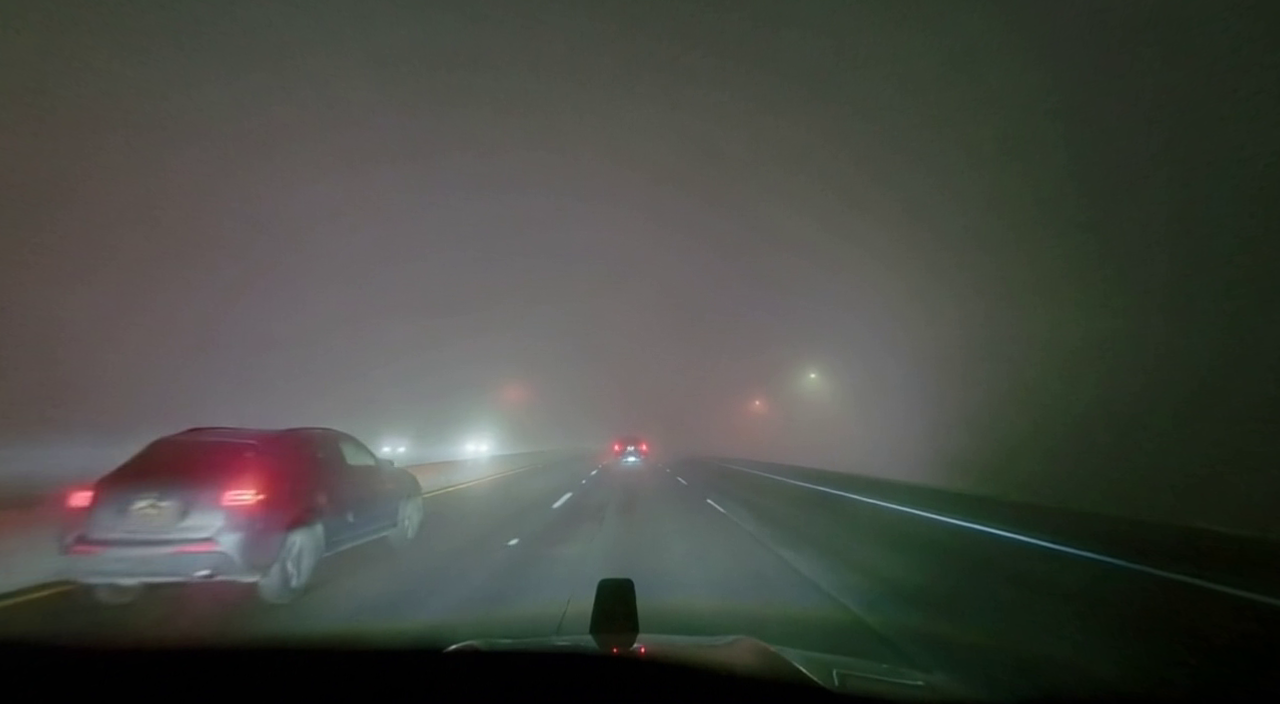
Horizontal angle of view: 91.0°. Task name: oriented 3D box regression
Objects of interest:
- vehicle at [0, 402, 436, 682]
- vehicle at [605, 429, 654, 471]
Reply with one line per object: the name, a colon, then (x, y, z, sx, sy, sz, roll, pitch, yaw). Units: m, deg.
vehicle: (-3.636, 1.415, 5.875, 2.039, 1.602, 4.317, 0, -8, -1)
vehicle: (-0.593, 5.016, 32.467, 2.382, 1.973, 4.439, 0, -8, -2)
